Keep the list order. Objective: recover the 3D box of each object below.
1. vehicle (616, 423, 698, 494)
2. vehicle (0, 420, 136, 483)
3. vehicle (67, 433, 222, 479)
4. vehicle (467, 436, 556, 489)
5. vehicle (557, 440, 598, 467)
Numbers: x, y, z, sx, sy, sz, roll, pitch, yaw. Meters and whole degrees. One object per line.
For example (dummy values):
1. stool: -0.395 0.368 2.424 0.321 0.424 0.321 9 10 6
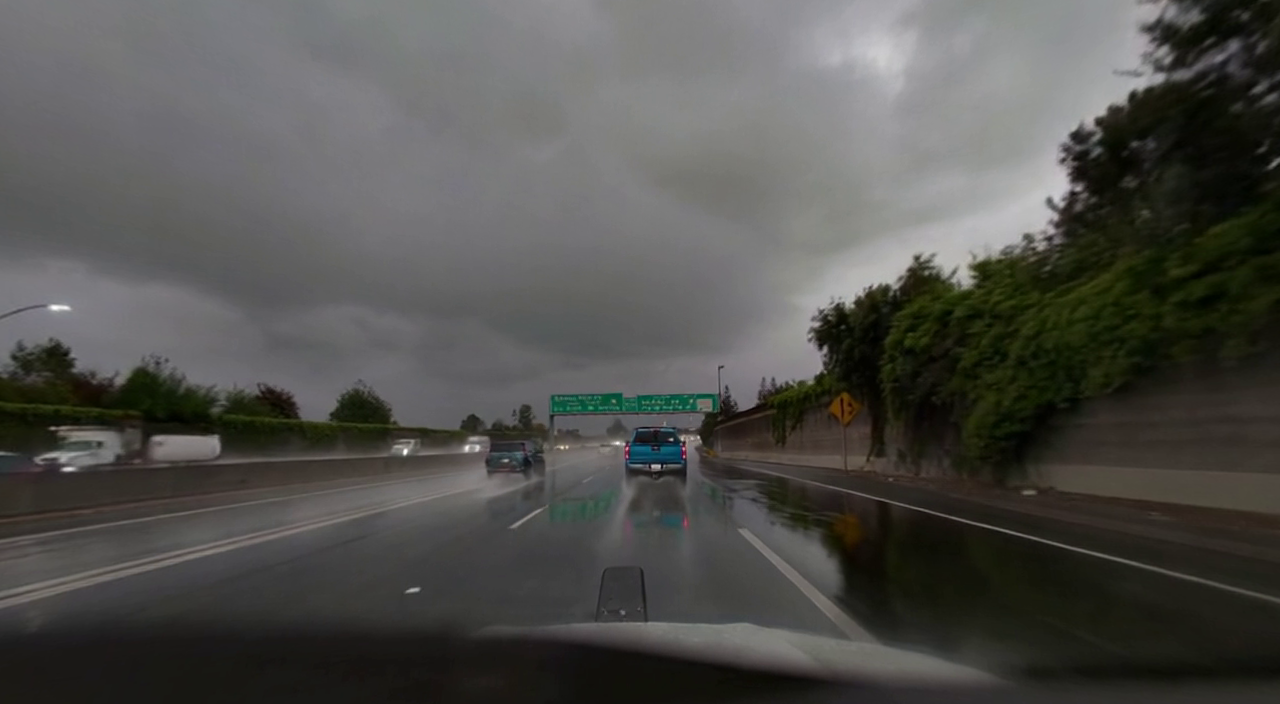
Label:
1. vehicle: 0.445 3.071 18.457 2.083 1.792 4.782 0 -9 1
2. vehicle: -32.962 5.659 36.052 2.876 3.255 6.192 0 -9 2
3. vehicle: -32.827 6.925 42.500 2.712 2.693 9.373 0 -9 1
4. vehicle: -4.225 3.715 21.562 1.961 1.591 4.756 0 -9 1
5. vehicle: -3.836 6.389 39.718 2.061 1.584 4.290 0 -9 1
